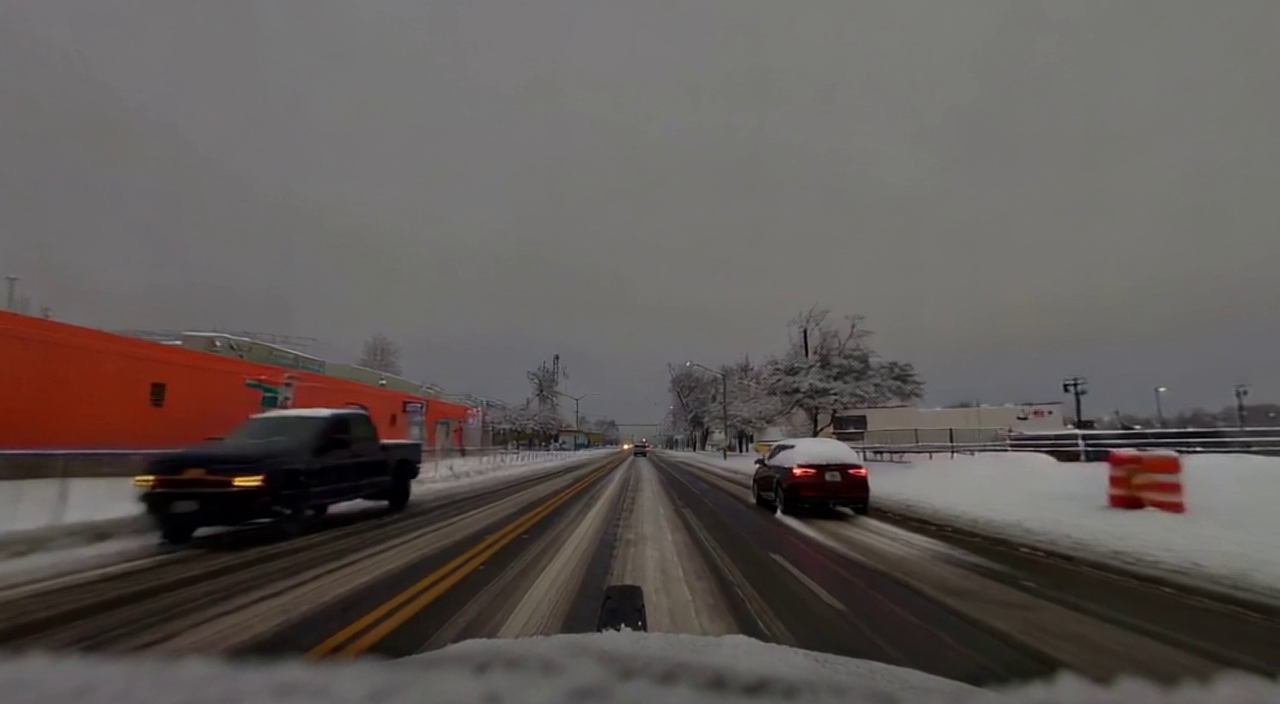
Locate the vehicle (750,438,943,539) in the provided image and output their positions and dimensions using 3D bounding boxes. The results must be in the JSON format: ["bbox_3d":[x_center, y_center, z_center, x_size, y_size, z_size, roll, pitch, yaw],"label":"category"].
[{"bbox_3d":[3.634,2.478,12.167,2.148,1.562,4.642,0,-9,0],"label":"vehicle"}]

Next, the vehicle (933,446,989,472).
[{"bbox_3d":[21.104,6.993,41.193,4.279,1.545,1.850,8,-11,-43],"label":"vehicle"}]

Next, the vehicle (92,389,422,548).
[{"bbox_3d":[-6.639,2.140,12.225,2.538,2.287,6.052,0,-8,0],"label":"vehicle"}]

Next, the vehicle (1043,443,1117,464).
[{"bbox_3d":[34.507,7.985,49.367,4.526,1.514,1.957,-5,-10,31],"label":"vehicle"}]
